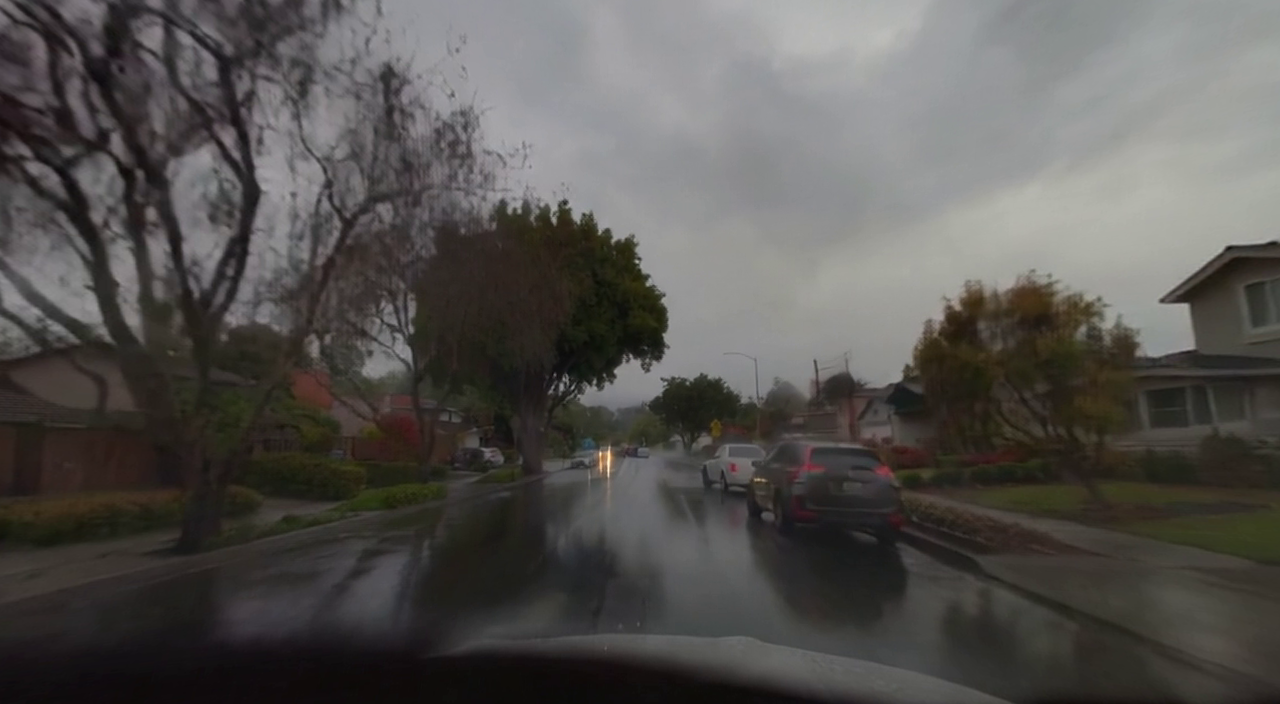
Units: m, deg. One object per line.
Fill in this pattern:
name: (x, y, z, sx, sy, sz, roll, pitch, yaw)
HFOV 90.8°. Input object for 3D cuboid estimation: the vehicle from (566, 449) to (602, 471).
vehicle: (-4.013, 7.832, 45.883, 1.987, 1.459, 4.473, -1, -9, 3)

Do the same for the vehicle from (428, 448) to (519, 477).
vehicle: (-9.991, 6.677, 38.276, 4.933, 1.547, 2.125, -2, -8, 0)

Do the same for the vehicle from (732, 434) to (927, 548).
vehicle: (2.836, 2.187, 10.697, 2.022, 1.483, 4.565, -1, -9, 2)
